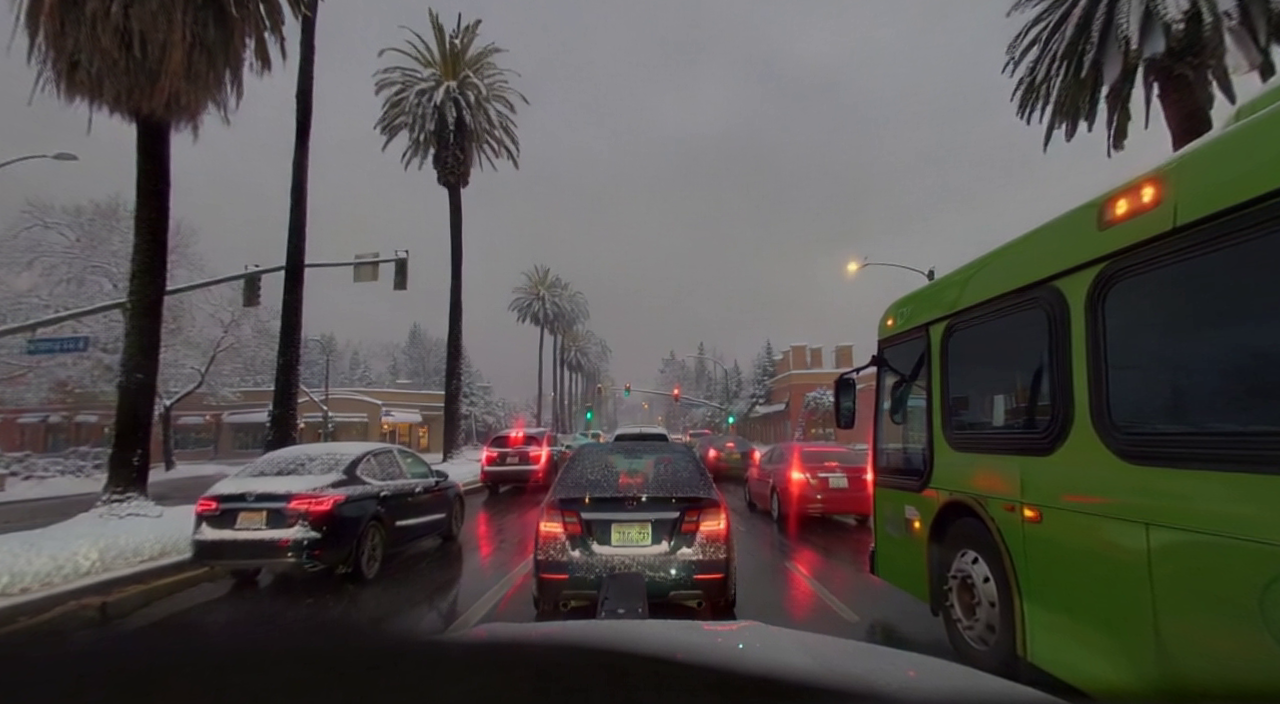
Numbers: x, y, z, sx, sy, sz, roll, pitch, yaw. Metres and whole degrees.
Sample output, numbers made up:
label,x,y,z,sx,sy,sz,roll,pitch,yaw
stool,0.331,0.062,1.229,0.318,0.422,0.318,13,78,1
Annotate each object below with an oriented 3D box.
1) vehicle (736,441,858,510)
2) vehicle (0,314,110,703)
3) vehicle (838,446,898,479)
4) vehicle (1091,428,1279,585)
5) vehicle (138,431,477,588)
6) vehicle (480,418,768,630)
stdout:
label,x,y,z,sx,sy,sz,roll,pitch,yaw
vehicle,3.726,2.997,15.859,1.989,1.467,4.364,0,-9,1
vehicle,-3.571,0.467,0.323,2.145,1.824,4.974,0,-9,2
vehicle,11.938,5.712,32.944,2.089,1.597,4.440,-5,-10,30
vehicle,7.700,1.678,7.075,2.181,1.607,4.236,0,-9,1
vehicle,-3.610,1.768,7.952,1.919,1.415,4.178,0,-9,1
vehicle,-0.120,1.528,6.520,2.060,1.499,3.831,0,-9,0
